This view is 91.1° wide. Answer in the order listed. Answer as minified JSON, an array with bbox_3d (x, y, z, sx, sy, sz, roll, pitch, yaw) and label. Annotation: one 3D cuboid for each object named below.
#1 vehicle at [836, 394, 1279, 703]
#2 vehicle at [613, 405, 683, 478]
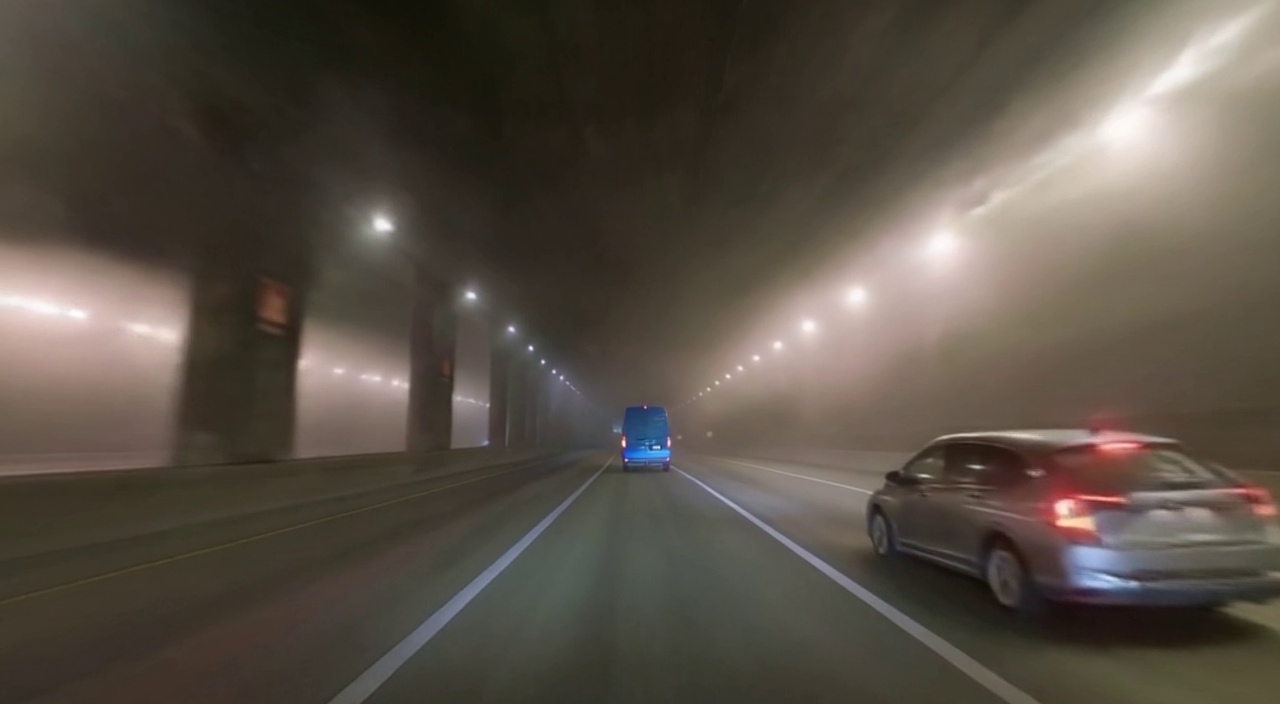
[{"bbox_3d":[3.299,1.250,5.010,2.095,1.553,4.069,0,-8,-1],"label":"vehicle"},{"bbox_3d":[0.234,3.425,24.174,2.404,2.459,5.229,0,-8,-1],"label":"vehicle"}]
